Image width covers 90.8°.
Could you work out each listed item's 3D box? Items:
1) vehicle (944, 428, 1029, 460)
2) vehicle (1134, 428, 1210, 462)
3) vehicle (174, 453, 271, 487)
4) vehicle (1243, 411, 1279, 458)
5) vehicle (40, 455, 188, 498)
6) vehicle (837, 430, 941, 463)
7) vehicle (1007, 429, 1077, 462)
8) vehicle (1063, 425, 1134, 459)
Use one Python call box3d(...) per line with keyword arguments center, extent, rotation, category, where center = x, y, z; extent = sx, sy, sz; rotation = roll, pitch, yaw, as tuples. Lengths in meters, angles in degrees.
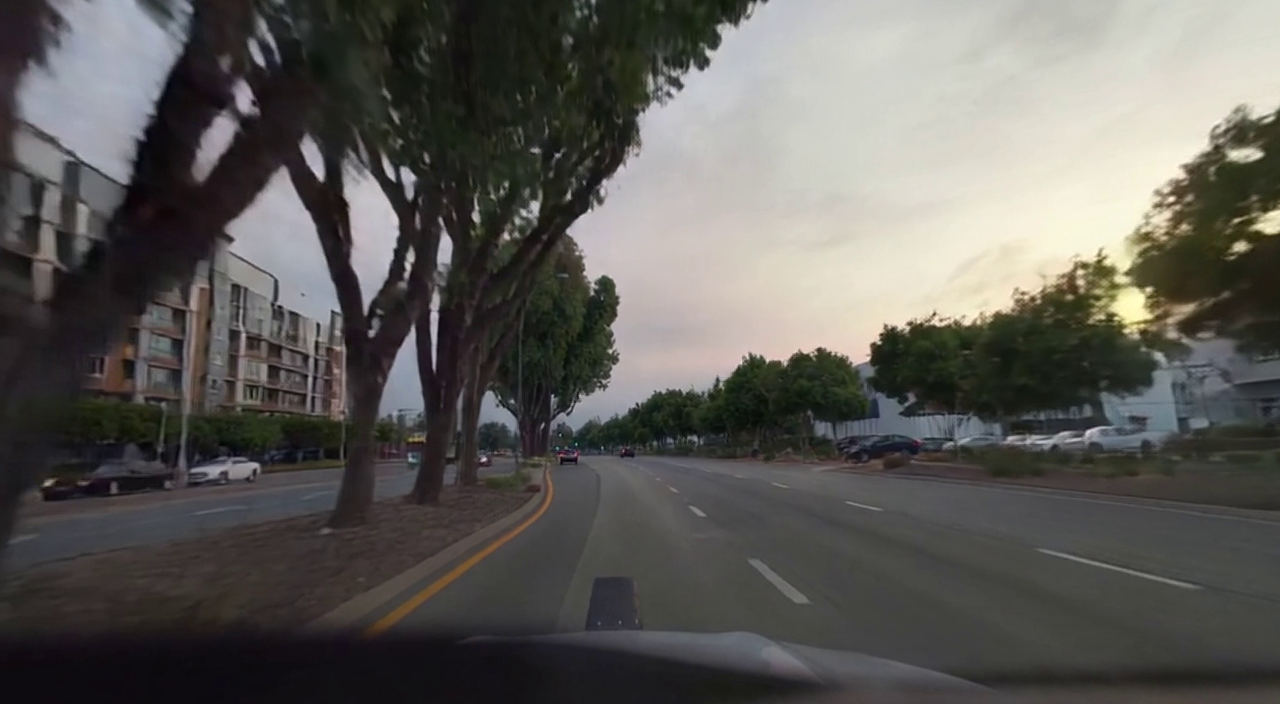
box3d(center=(21.451, 5.739, 39.363), extent=(4.218, 1.780, 2.331), rotation=(-1, -10, 18), category="vehicle")
box3d(center=(26.232, 4.566, 31.104), extent=(4.202, 1.577, 2.080), rotation=(7, -11, -40), category="vehicle")
box3d(center=(-21.553, 6.071, 32.882), extent=(2.155, 1.542, 4.584), rotation=(1, -9, -5), category="vehicle")
box3d(center=(36.767, 4.808, 36.462), extent=(5.151, 2.514, 2.332), rotation=(10, -13, -43), category="vehicle")
box3d(center=(-20.845, 4.933, 25.402), extent=(1.924, 1.476, 4.957), rotation=(0, -9, -4), category="vehicle")
box3d(center=(15.857, 6.102, 40.694), extent=(5.829, 1.995, 2.659), rotation=(-2, -9, 14), category="vehicle")
box3d(center=(21.735, 5.042, 34.057), extent=(2.218, 1.617, 4.783), rotation=(-8, -11, 43), category="vehicle")
box3d(center=(23.669, 4.652, 32.525), extent=(2.219, 1.587, 5.047), rotation=(-8, -12, 42), category="vehicle")
